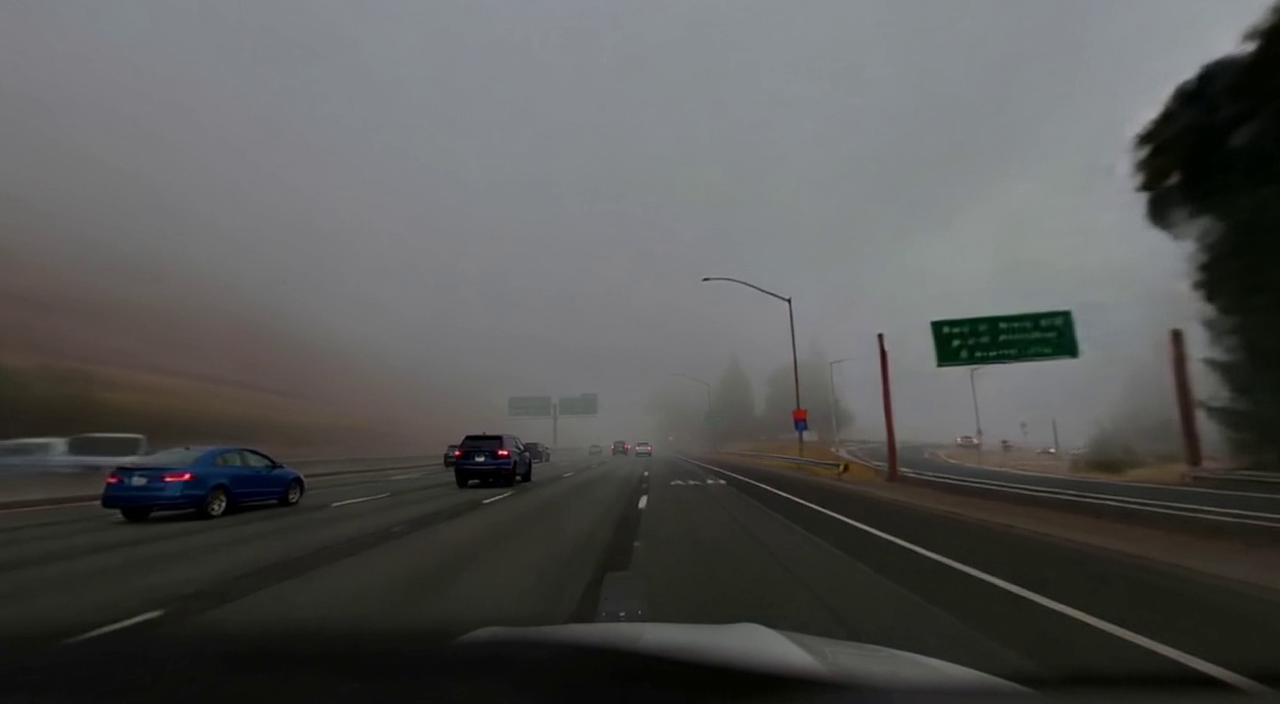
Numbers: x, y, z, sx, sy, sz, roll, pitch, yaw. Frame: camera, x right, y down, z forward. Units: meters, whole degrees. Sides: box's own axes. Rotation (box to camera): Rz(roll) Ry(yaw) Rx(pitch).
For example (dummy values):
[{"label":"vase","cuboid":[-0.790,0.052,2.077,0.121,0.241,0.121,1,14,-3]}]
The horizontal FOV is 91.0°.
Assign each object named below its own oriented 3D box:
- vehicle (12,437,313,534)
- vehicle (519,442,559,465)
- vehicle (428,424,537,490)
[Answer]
[{"label":"vehicle","cuboid":[-8.863,2.496,12.477,1.984,1.508,4.935,0,-9,2]},{"label":"vehicle","cuboid":[-7.415,7.476,46.532,2.069,1.636,4.483,0,-9,2]},{"label":"vehicle","cuboid":[-5.111,3.503,21.289,2.219,1.947,4.924,0,-9,2]}]
